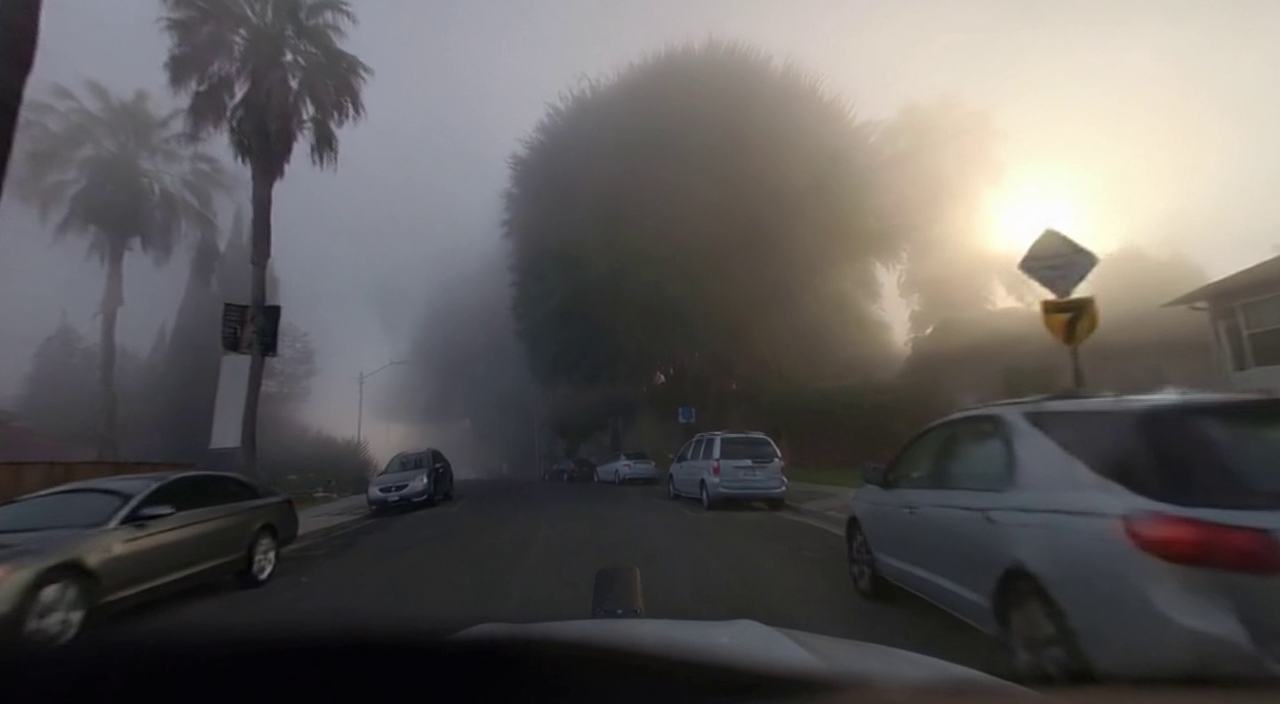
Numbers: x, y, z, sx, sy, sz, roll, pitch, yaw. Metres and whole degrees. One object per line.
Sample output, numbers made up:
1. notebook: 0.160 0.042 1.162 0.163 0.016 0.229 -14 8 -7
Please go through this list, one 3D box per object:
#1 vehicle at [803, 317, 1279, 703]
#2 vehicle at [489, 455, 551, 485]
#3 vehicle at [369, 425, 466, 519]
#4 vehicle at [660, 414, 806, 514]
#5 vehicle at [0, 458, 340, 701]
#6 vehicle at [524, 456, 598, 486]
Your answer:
1. vehicle: 2.614 1.080 4.016 2.076 1.658 4.604 -1 -9 3
2. vehicle: -7.631 7.398 39.696 1.918 1.753 4.655 7 -12 -36
3. vehicle: -7.060 3.866 20.598 2.337 2.289 6.092 -6 -9 -16
4. vehicle: 1.998 2.686 15.365 2.139 1.997 4.864 1 -9 -8
5. vehicle: -4.947 1.768 5.970 1.908 1.482 4.612 0 -9 0
6. vehicle: -4.513 6.594 35.252 2.108 1.503 4.977 6 -11 -32
